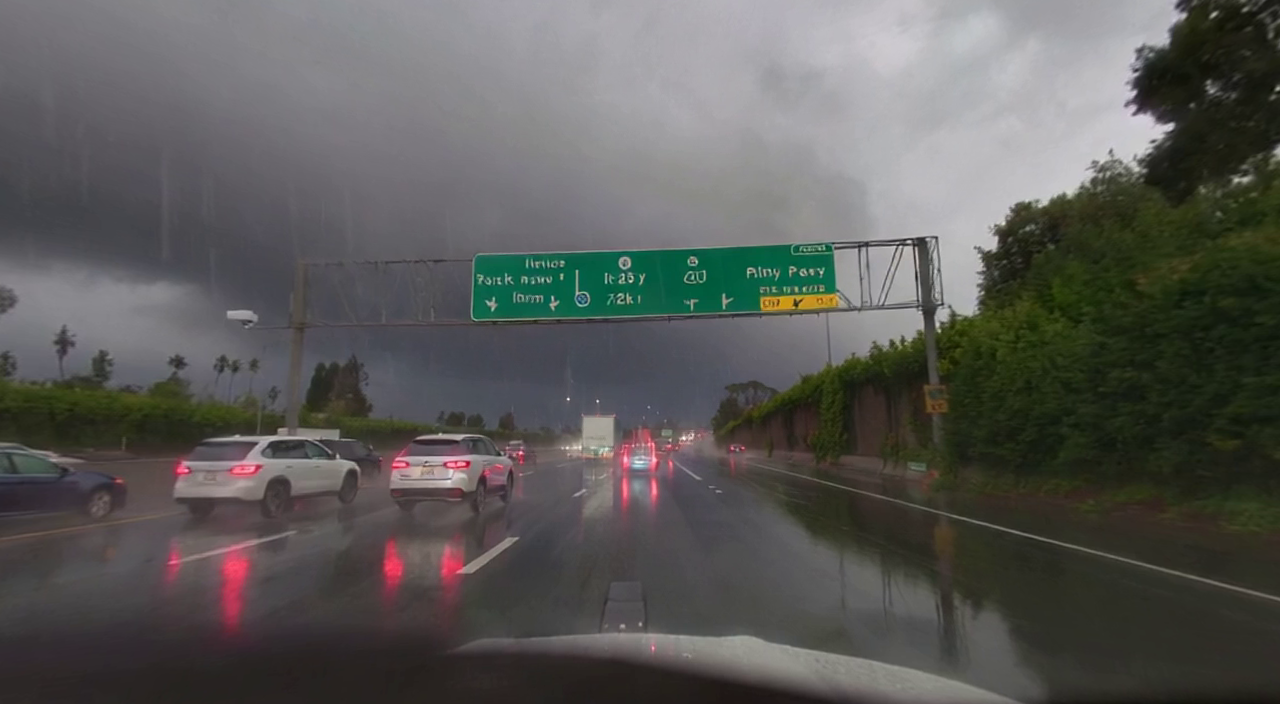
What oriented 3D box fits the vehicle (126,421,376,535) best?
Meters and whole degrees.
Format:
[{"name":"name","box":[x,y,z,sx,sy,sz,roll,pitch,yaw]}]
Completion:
[{"name":"vehicle","box":[-7.011,2.292,12.057,1.998,1.770,4.222,0,-8,1]}]

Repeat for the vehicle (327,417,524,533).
[{"name":"vehicle","box":[-3.777,2.255,12.168,2.125,1.792,4.466,0,-8,1]}]

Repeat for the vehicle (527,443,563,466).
[{"name":"vehicle","box":[-7.010,7.579,46.948,1.872,1.602,4.029,0,-8,2]}]

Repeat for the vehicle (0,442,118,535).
[{"name":"vehicle","box":[-11.059,2.141,9.858,1.911,1.457,4.423,0,-8,2]}]

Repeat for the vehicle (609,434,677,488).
[{"name":"vehicle","box":[0.148,3.790,22.301,2.180,1.716,3.920,0,-8,1]}]

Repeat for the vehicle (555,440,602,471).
[{"name":"vehicle","box":[-3.503,5.995,36.889,2.243,1.683,4.178,0,-8,1]}]
